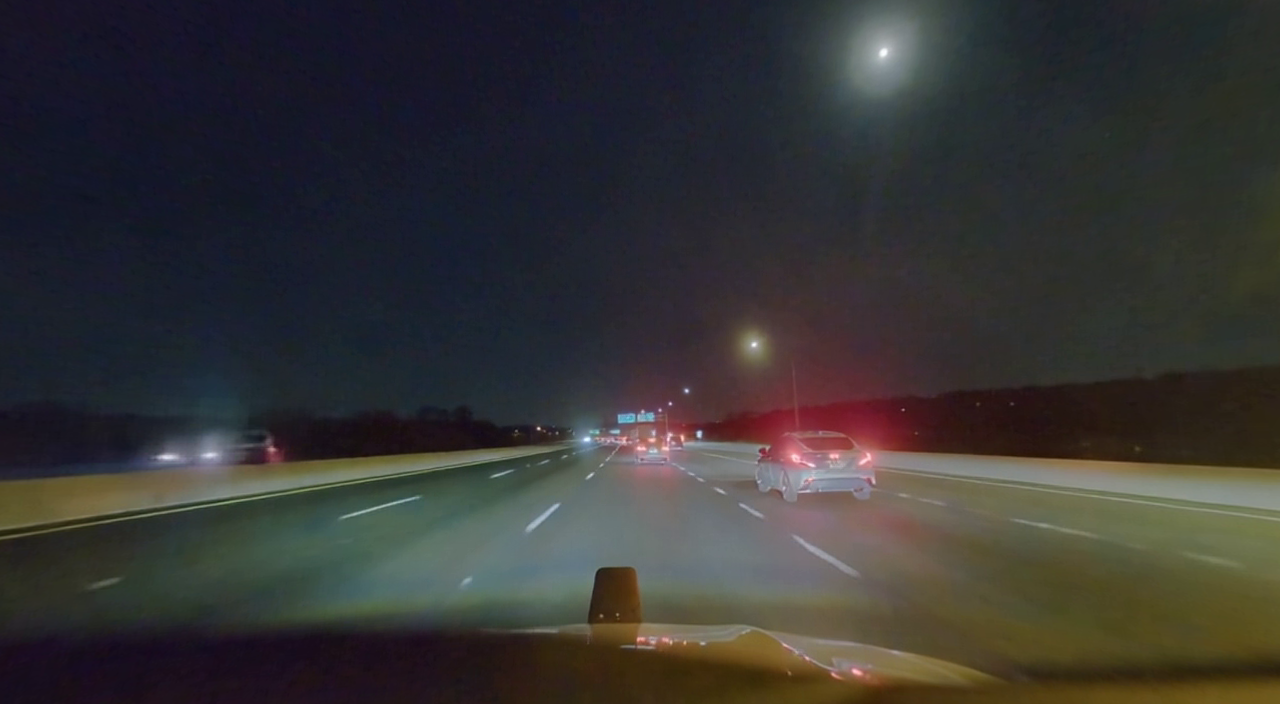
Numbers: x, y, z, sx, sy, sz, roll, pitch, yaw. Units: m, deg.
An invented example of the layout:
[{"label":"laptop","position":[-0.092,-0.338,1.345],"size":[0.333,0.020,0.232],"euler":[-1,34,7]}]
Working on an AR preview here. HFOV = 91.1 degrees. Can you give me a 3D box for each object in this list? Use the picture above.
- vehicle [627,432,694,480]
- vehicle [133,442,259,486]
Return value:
[{"label":"vehicle","position":[0.594,3.498,21.450],"size":[2.046,1.467,3.844],"euler":[0,-8,-2]},{"label":"vehicle","position":[-19.203,4.820,27.541],"size":[1.890,1.677,5.012],"euler":[0,-8,0]}]
